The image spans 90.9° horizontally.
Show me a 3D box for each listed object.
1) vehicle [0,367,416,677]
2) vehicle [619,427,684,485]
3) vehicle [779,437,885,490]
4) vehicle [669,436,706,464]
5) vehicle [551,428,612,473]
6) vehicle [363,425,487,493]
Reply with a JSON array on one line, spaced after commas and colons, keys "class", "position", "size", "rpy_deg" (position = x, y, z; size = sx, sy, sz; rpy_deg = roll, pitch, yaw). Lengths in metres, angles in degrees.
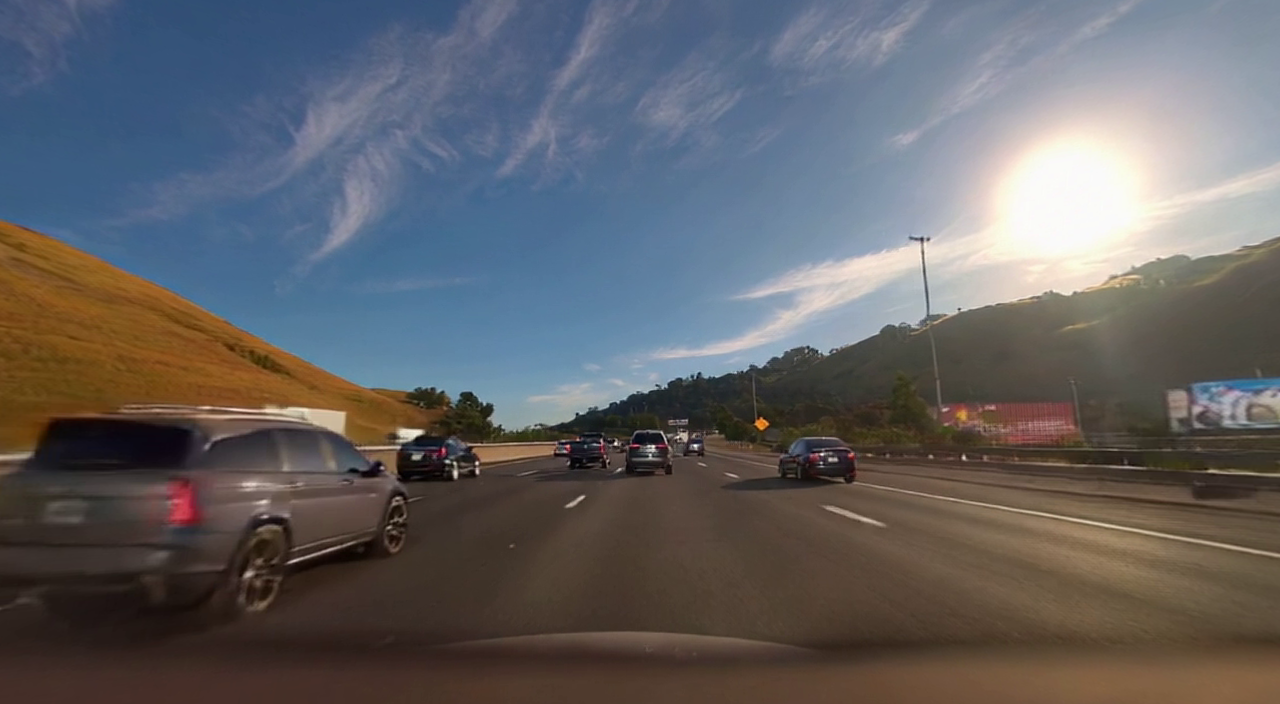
[{"class": "vehicle", "position": [-4.190, 1.347, 6.234], "size": [2.160, 1.799, 5.001], "rpy_deg": [0, -8, -1]}, {"class": "vehicle", "position": [0.419, 3.594, 22.082], "size": [2.052, 1.808, 3.898], "rpy_deg": [-1, -8, 2]}, {"class": "vehicle", "position": [5.950, 3.497, 20.163], "size": [1.998, 1.456, 4.338], "rpy_deg": [0, -8, 0]}, {"class": "vehicle", "position": [3.093, 6.483, 41.874], "size": [2.067, 1.775, 4.372], "rpy_deg": [0, -8, -1]}, {"class": "vehicle", "position": [-2.731, 4.811, 30.968], "size": [2.316, 1.999, 5.765], "rpy_deg": [0, -8, 1]}, {"class": "vehicle", "position": [-6.364, 3.218, 19.345], "size": [2.036, 1.813, 4.564], "rpy_deg": [-1, -8, 2]}]
